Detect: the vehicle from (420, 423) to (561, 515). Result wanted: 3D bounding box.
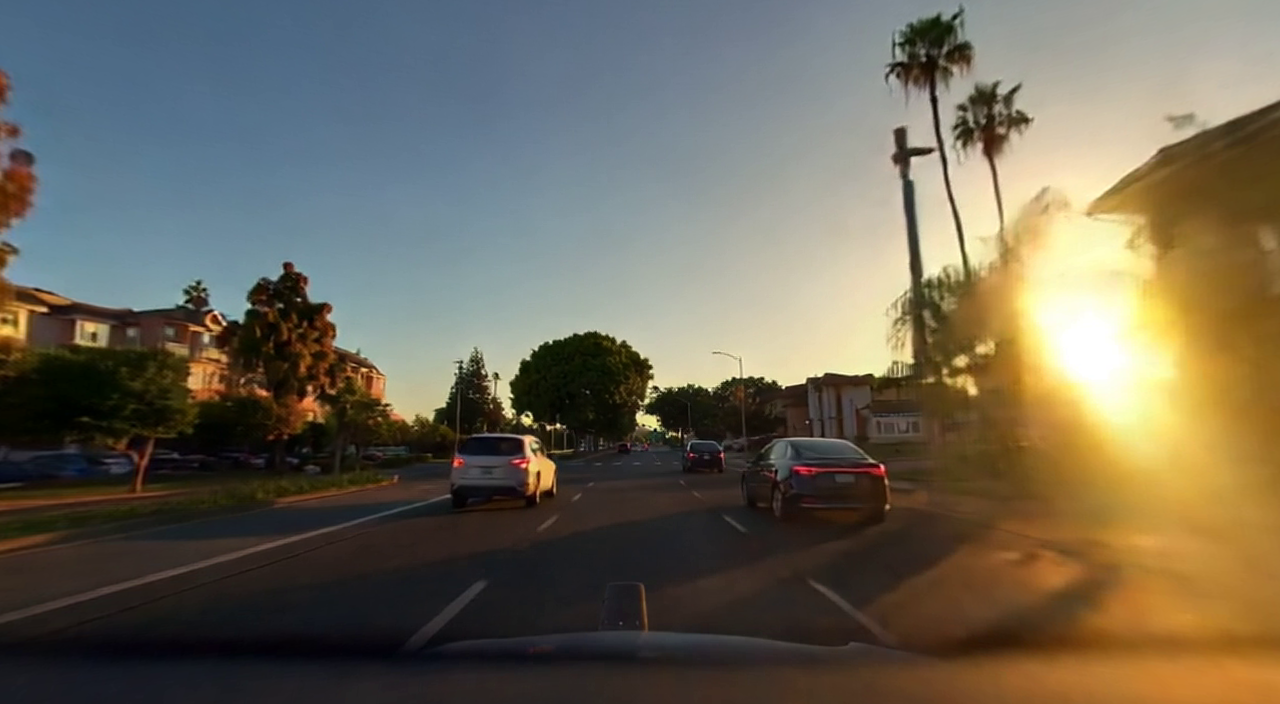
[{"bbox_3d":[-3.168,2.589,14.414,2.084,1.735,4.528,0,-8,0],"label":"vehicle"}]

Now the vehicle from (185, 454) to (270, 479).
[{"bbox_3d":[-29.092,8.083,44.505,4.586,1.513,1.973,-2,-9,-2],"label":"vehicle"}]

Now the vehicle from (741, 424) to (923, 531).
[{"bbox_3d":[3.422,2.324,12.225,2.084,1.682,4.148,0,-8,-2],"label":"vehicle"}]

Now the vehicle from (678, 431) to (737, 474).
[{"bbox_3d":[3.210,4.914,30.892,2.244,1.901,4.561,0,-8,-2],"label":"vehicle"}]
